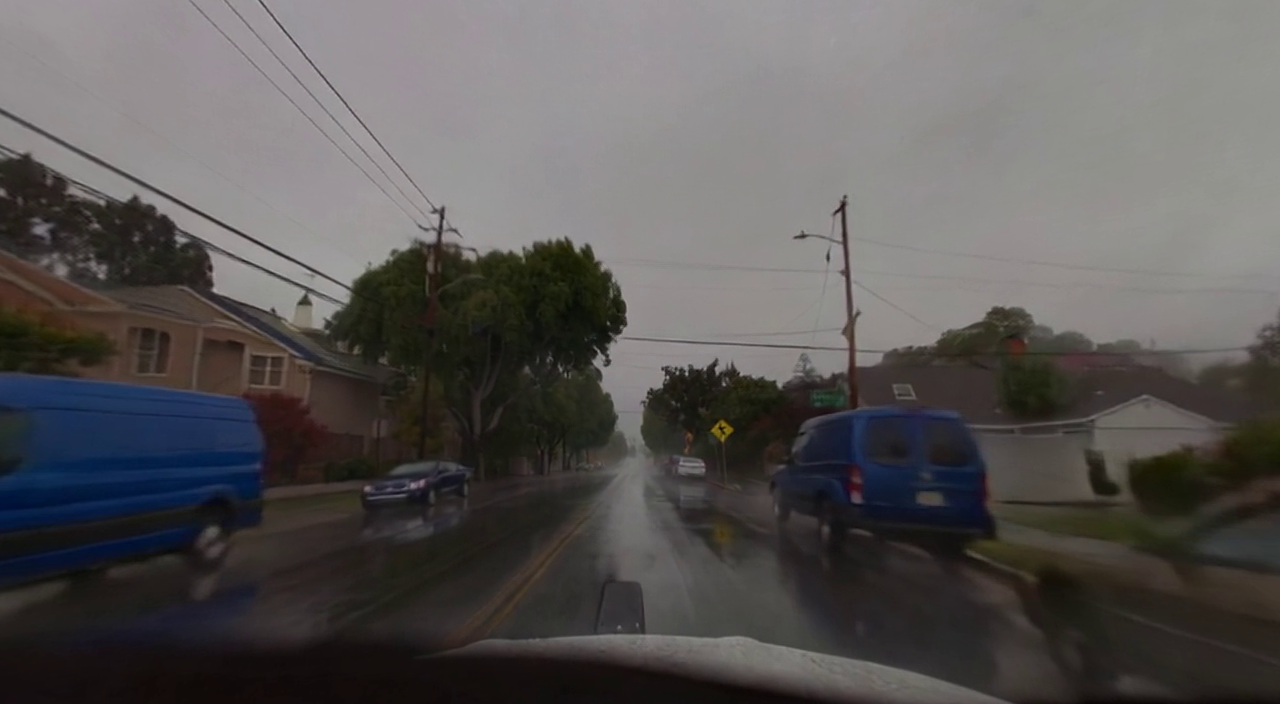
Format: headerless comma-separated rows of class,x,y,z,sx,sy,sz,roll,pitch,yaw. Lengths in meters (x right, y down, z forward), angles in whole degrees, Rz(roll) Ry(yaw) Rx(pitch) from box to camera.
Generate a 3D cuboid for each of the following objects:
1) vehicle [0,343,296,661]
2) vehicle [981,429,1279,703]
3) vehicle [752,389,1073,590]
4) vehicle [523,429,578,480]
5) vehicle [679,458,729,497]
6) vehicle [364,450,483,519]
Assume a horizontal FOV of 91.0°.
vehicle,-6.757,1.438,7.143,2.508,2.712,5.809,-2,-4,0
vehicle,3.212,0.959,1.911,1.796,1.449,4.373,0,-9,-2
vehicle,3.113,1.719,8.736,2.145,1.935,5.054,0,-9,0
vehicle,-6.905,8.153,49.675,3.115,3.562,7.695,-2,-10,0
vehicle,3.124,6.231,31.605,2.010,1.661,4.615,0,-9,0
vehicle,-6.645,4.064,19.928,2.057,1.632,4.730,-1,-6,1
